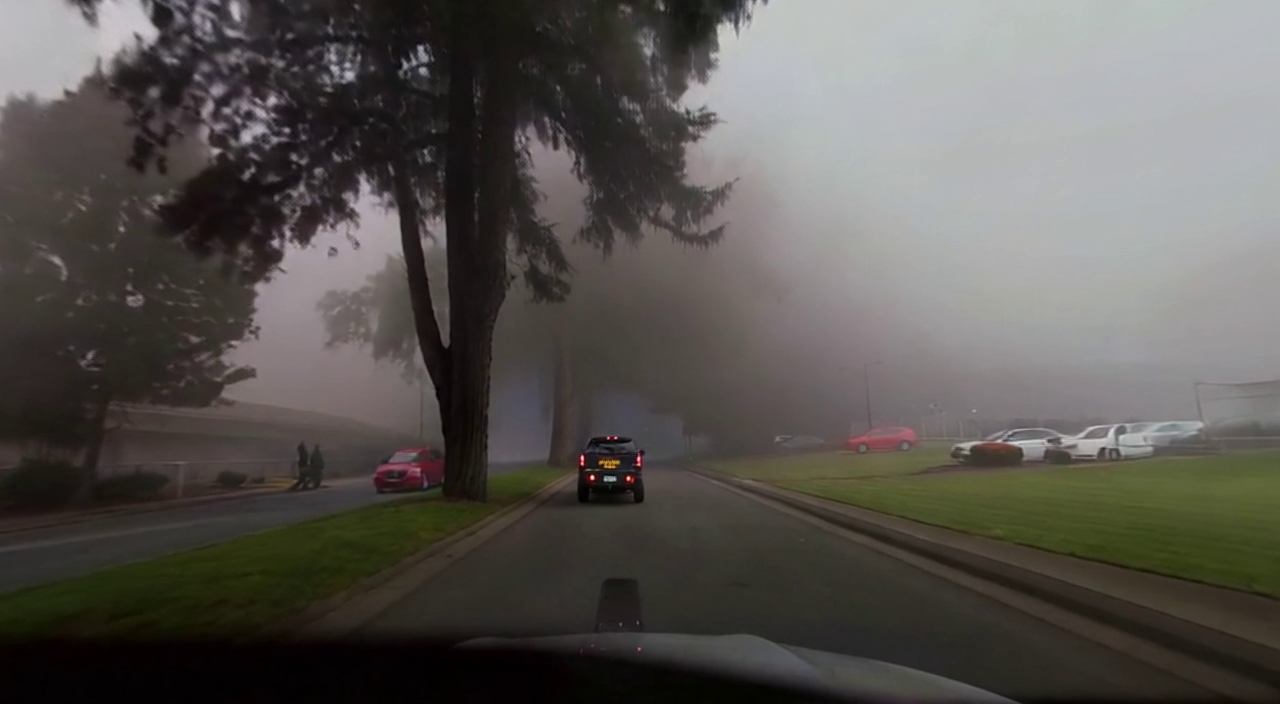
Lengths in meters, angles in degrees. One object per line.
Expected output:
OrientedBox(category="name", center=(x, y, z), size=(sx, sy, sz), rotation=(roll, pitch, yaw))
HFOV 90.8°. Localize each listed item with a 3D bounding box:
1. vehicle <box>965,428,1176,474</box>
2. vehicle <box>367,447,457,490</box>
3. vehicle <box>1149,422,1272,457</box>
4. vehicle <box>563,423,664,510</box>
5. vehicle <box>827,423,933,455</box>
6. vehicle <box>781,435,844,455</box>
OrientedBox(category="vehicle", center=(14.280, 3.319, 21.274), size=(5.344, 1.440, 2.318), rotation=(0, -9, 2))
OrientedBox(category="vehicle", center=(-8.958, 4.587, 25.292), size=(2.027, 1.493, 4.707), rotation=(0, -8, -2))
OrientedBox(category="vehicle", center=(25.492, 3.975, 28.449), size=(1.816, 1.452, 3.934), rotation=(0, -8, 0))
OrientedBox(category="vehicle", center=(-0.618, 2.874, 16.428), size=(2.157, 1.816, 5.804), rotation=(0, -8, -1))
OrientedBox(category="vehicle", center=(12.945, 4.740, 34.346), size=(4.788, 1.625, 2.319), rotation=(0, -8, -3))
OrientedBox(category="vehicle", center=(12.783, 6.947, 47.041), size=(4.090, 1.433, 1.983), rotation=(0, -8, 1))
